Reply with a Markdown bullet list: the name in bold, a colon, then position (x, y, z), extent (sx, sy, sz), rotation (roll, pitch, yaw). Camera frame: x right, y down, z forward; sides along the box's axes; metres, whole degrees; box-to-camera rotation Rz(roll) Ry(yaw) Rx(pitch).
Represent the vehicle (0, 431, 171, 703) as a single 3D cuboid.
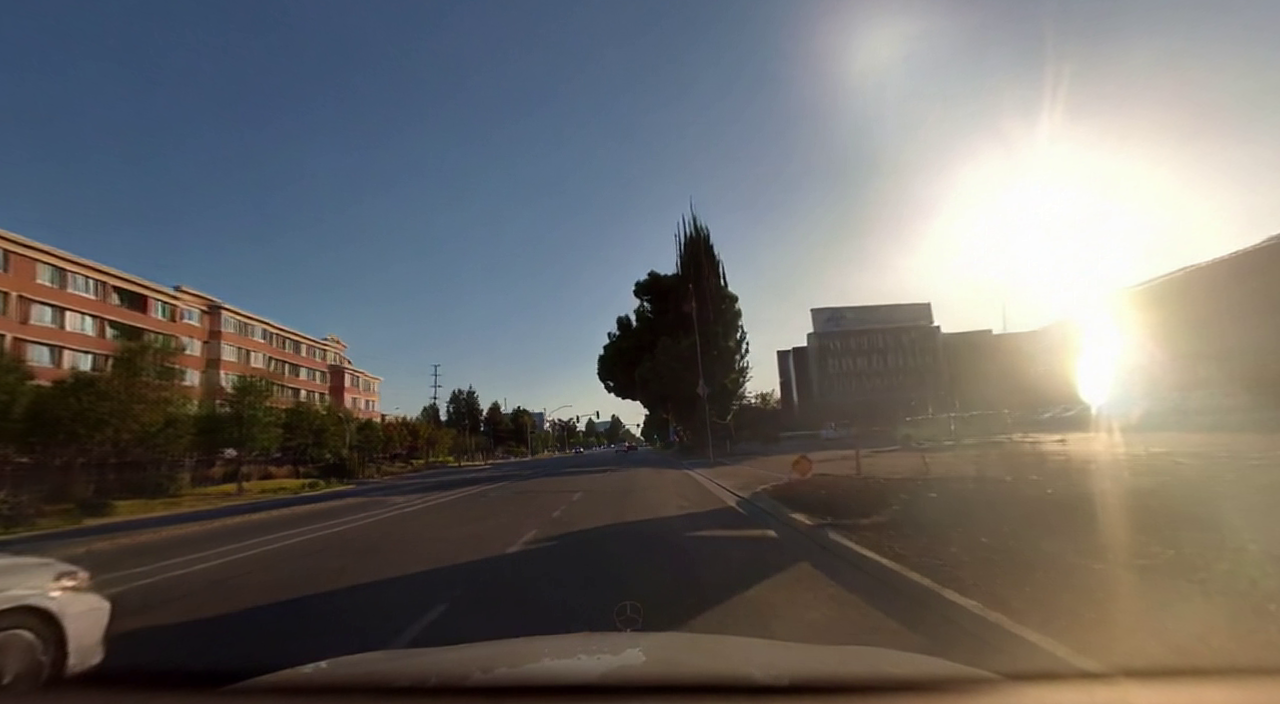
- **vehicle**: position (-3.678, 0.873, 1.183), extent (1.972, 1.490, 4.591), rotation (0, -8, 1)
